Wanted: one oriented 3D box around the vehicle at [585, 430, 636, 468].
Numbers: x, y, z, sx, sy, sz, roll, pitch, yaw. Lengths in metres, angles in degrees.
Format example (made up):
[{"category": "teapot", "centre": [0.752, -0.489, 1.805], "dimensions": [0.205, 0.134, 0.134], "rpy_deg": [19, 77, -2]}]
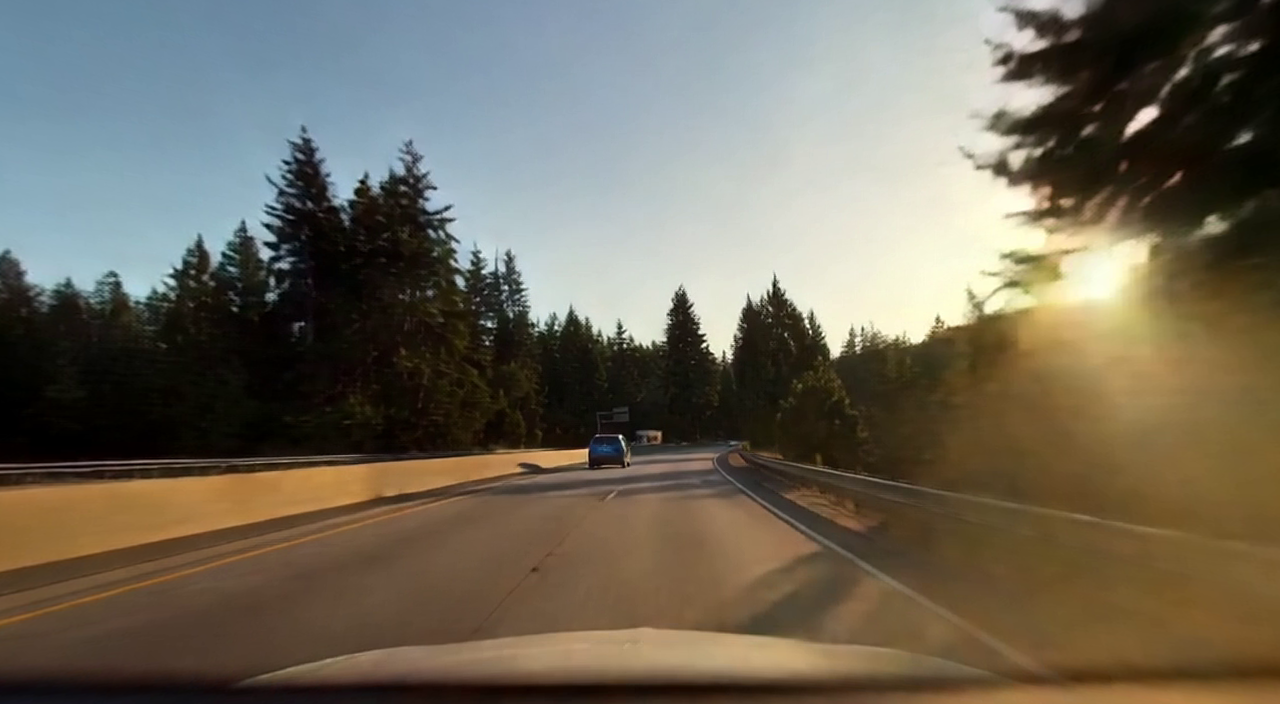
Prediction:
[{"category": "vehicle", "centre": [-1.400, 4.924, 32.218], "dimensions": [2.005, 1.752, 4.479], "rpy_deg": [-1, -8, 5]}]
